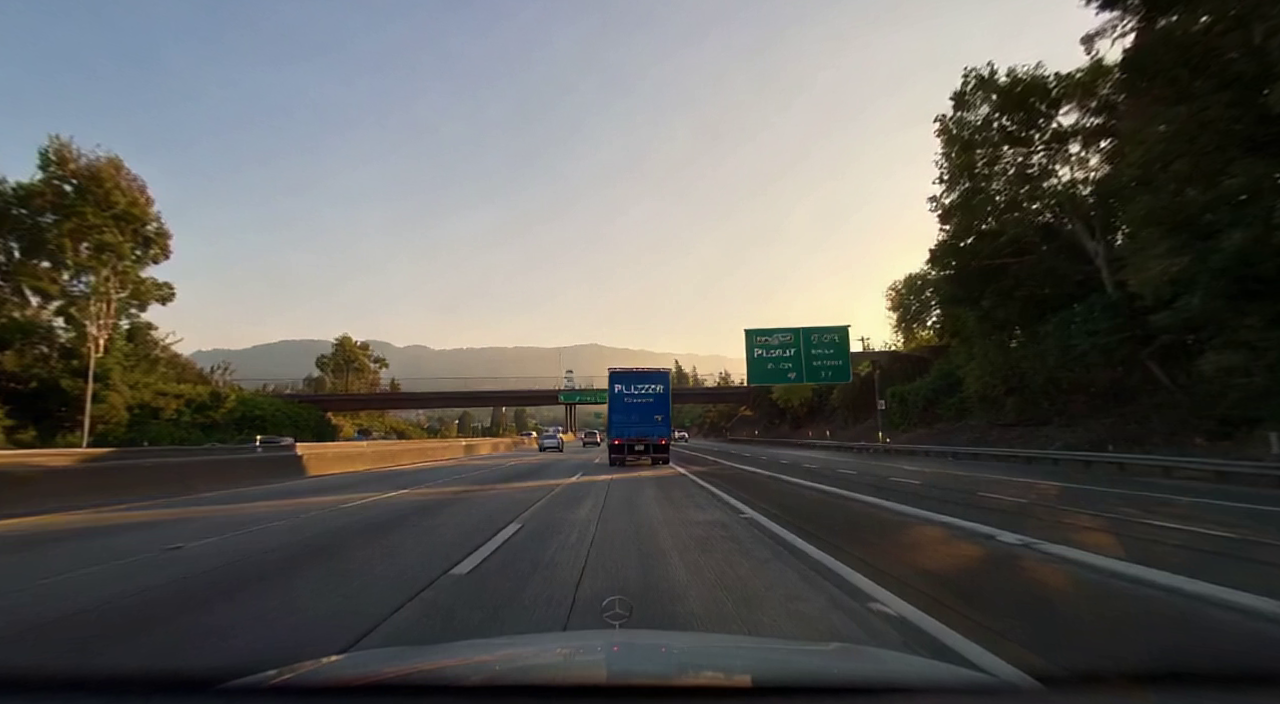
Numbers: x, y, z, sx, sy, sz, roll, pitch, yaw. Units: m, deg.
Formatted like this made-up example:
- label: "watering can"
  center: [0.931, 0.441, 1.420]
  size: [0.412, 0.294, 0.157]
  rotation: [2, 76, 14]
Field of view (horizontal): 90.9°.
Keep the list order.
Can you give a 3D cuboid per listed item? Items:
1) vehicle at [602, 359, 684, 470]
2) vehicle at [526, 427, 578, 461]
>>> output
- label: "vehicle"
  center: [-0.116, 3.023, 28.476]
  size: [2.926, 3.959, 11.818]
  rotation: [0, -8, -2]
- label: "vehicle"
  center: [-4.760, 5.061, 34.762]
  size: [2.198, 1.712, 4.655]
  rotation: [0, -8, -1]
